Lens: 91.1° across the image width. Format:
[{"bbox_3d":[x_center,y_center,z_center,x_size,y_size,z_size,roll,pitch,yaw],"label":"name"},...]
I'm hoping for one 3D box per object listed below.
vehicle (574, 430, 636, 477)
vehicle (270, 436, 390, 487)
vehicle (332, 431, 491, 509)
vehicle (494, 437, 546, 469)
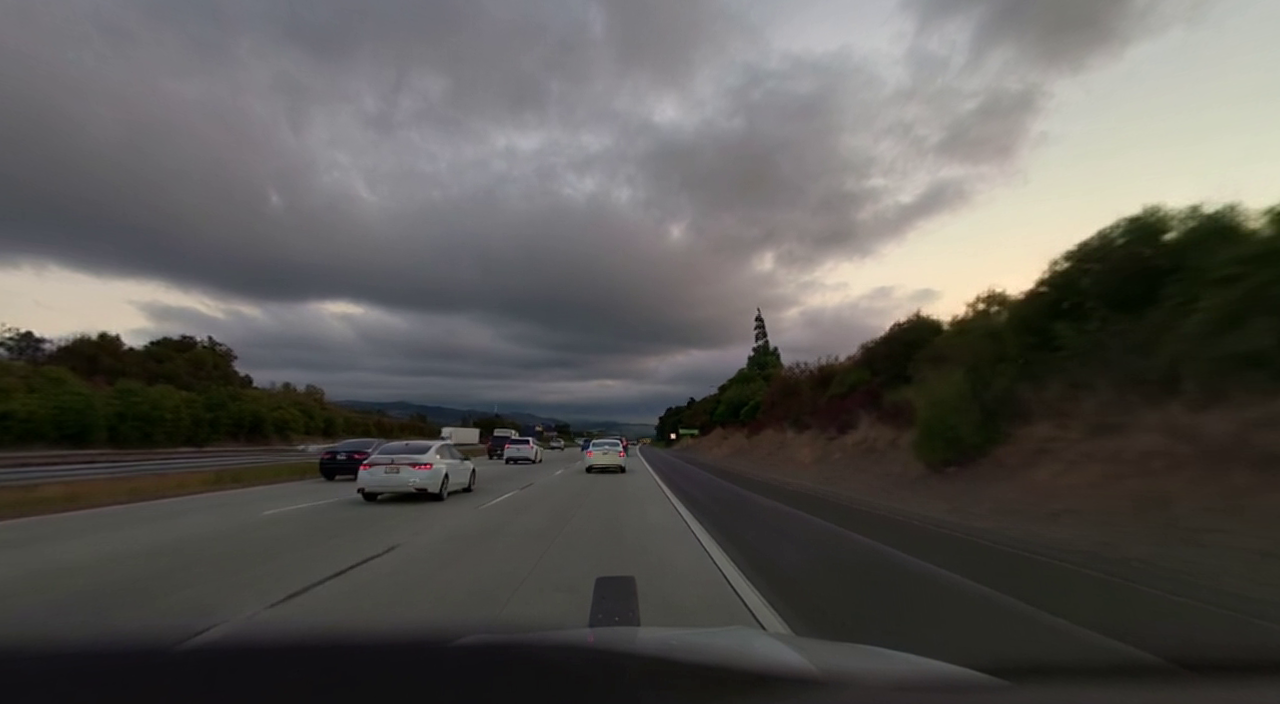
[{"bbox_3d":[-1.310,3.857,24.293,2.178,1.658,3.916,0,-8,-2],"label":"vehicle"},{"bbox_3d":[-9.672,3.399,20.016,1.850,1.439,3.932,0,-8,-1],"label":"vehicle"},{"bbox_3d":[-4.912,2.558,14.296,1.971,1.464,4.386,0,-8,0],"label":"vehicle"},{"bbox_3d":[-5.816,4.918,30.915,1.835,1.432,3.835,0,-8,-1],"label":"vehicle"}]
